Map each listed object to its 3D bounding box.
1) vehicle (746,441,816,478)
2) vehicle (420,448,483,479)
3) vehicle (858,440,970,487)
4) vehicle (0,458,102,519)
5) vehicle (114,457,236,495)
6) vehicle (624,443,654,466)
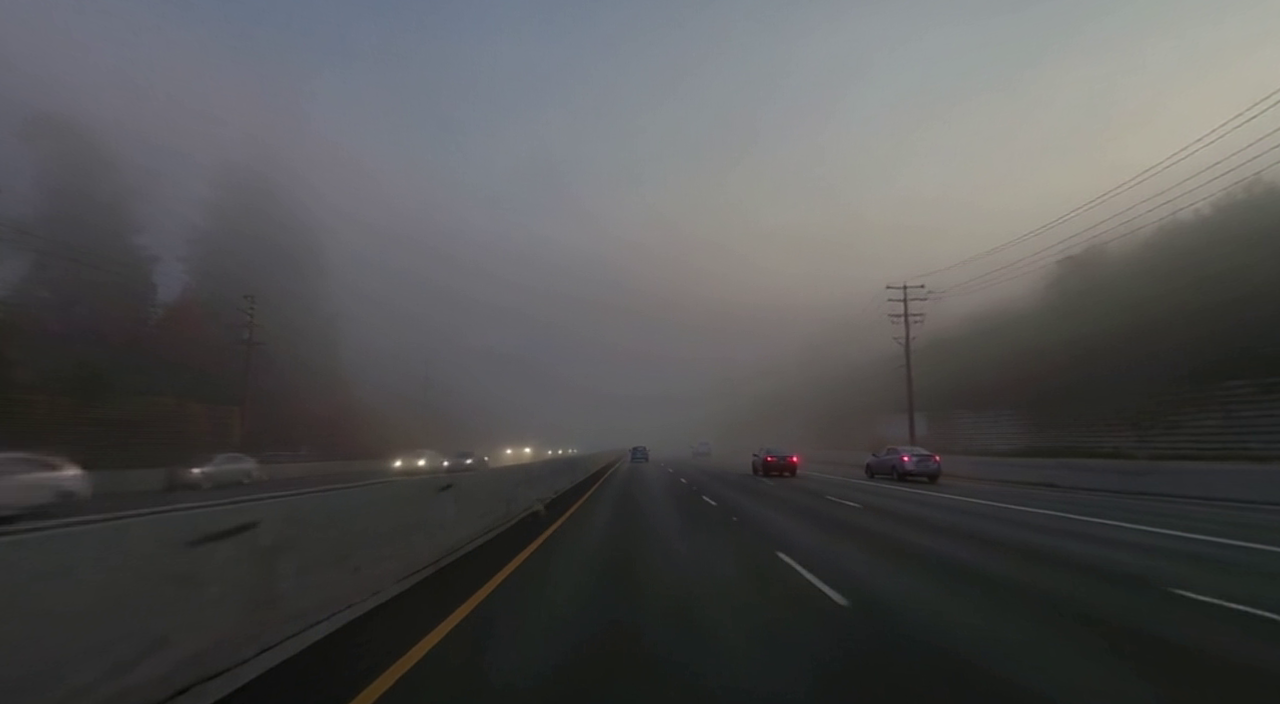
[{"bbox_3d":[6.340,4.892,29.001,2.069,1.520,4.614,0,-8,-1],"label":"vehicle"},{"bbox_3d":[-9.944,5.885,33.701,1.946,1.495,4.468,0,-9,0],"label":"vehicle"},{"bbox_3d":[9.732,3.989,22.901,1.969,1.506,4.422,0,-9,-1],"label":"vehicle"},{"bbox_3d":[-16.780,3.491,16.190,1.875,1.460,4.645,0,-8,0],"label":"vehicle"},{"bbox_3d":[-20.349,5.400,27.918,1.971,1.447,4.468,0,-9,0],"label":"vehicle"},{"bbox_3d":[-0.091,7.087,43.737,1.993,1.506,3.883,0,-8,0],"label":"vehicle"}]
